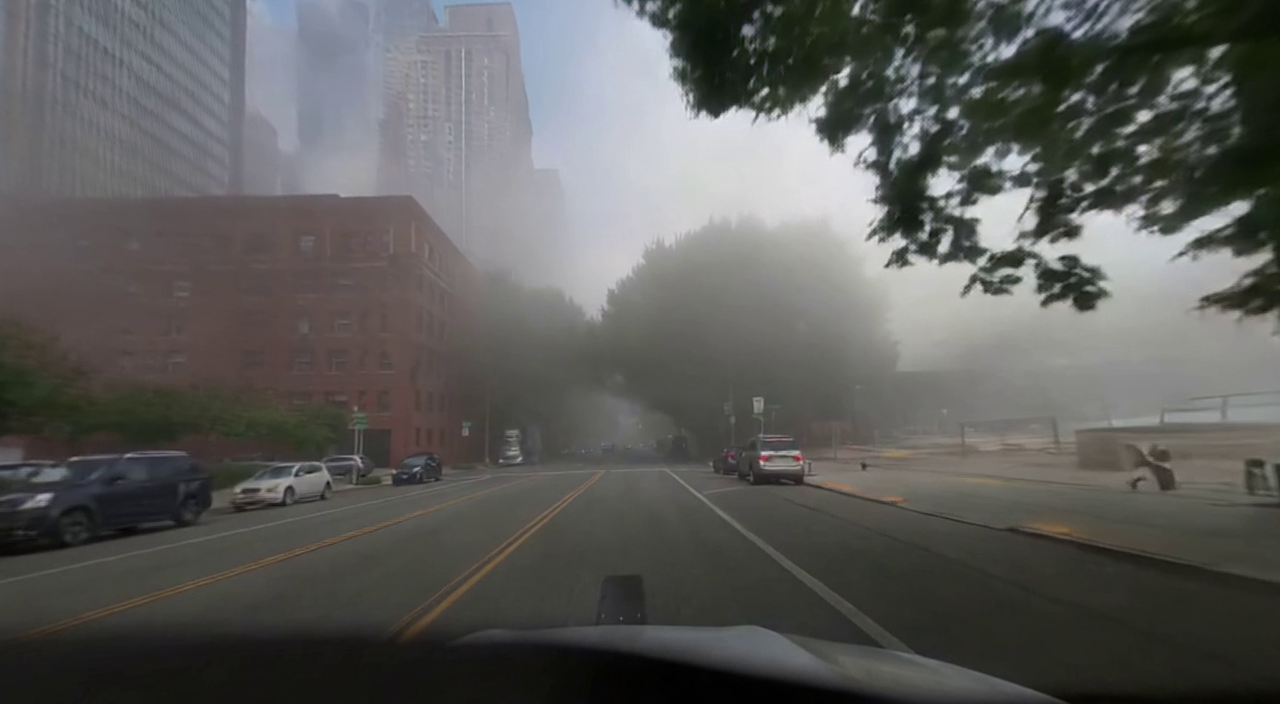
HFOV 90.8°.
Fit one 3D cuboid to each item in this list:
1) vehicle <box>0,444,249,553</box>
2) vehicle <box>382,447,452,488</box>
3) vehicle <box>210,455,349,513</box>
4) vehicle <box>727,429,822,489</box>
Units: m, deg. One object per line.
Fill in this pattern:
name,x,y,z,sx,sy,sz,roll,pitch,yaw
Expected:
vehicle,-11.294,3.030,13.985,1.970,1.828,5.519,-3,-8,-2
vehicle,-11.221,5.820,32.159,2.039,1.770,4.445,-3,-9,-1
vehicle,-11.340,4.151,20.300,2.007,1.511,4.280,-4,-9,0
vehicle,4.681,3.808,22.957,2.237,1.908,5.320,0,-8,-1
